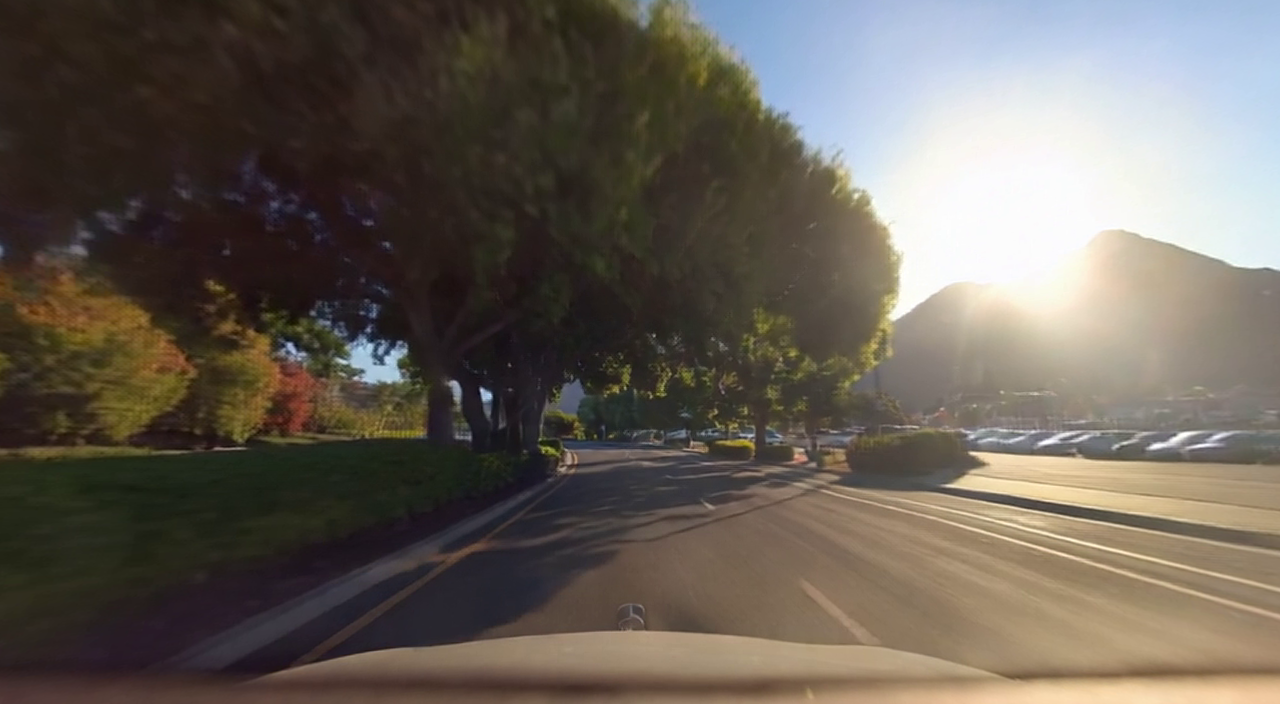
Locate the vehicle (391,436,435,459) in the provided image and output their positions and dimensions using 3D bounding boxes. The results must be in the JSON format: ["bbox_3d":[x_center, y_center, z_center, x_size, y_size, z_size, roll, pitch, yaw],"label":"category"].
[{"bbox_3d":[-15.810,6.668,44.162,1.842,1.495,4.375,1,-8,-6],"label":"vehicle"}]
